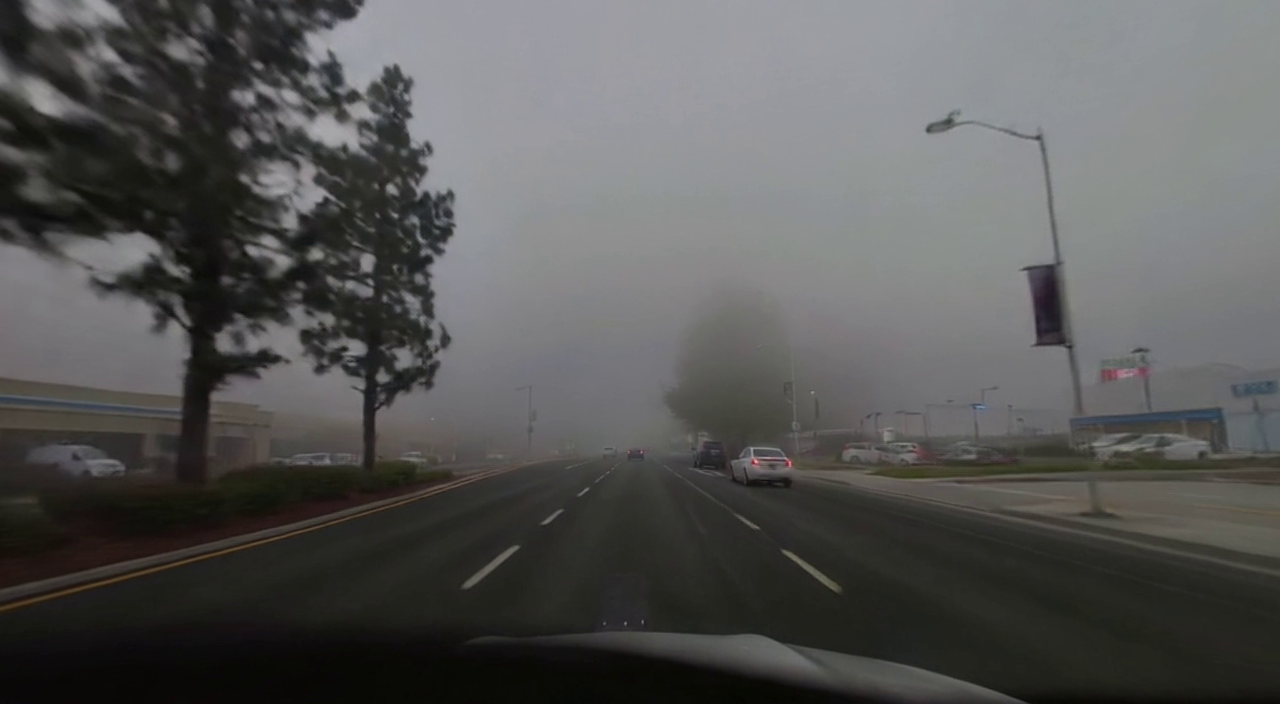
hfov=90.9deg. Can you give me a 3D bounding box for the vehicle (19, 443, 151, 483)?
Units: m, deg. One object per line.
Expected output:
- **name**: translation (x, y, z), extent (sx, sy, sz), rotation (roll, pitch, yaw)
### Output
- **vehicle**: translation (-31.328, 6.245, 35.949), extent (2.217, 1.969, 5.932), rotation (-1, -8, -1)

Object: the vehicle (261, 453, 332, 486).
- **vehicle**: translation (-22.369, 7.607, 41.304), extent (2.058, 1.837, 4.990), rotation (-3, -8, -2)

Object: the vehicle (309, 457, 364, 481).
- **vehicle**: translation (-22.688, 8.731, 47.371), extent (1.833, 1.534, 4.821), rotation (-1, -8, -1)

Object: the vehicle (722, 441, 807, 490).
- **vehicle**: translation (4.085, 3.798, 21.456), extent (1.916, 1.459, 4.335), rotation (0, -9, -2)

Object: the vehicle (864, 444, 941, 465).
- **vehicle**: translation (18.458, 7.210, 44.446), extent (4.502, 1.459, 2.082), rotation (0, -9, -2)

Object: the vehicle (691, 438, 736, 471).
- **vehicle**: translation (4.537, 6.367, 39.451), extent (2.140, 1.921, 4.431), rotation (0, -9, -2)

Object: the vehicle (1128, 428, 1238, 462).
- **vehicle**: translation (32.175, 5.494, 37.437), extent (4.463, 1.856, 2.209), rotation (-1, -8, -1)
